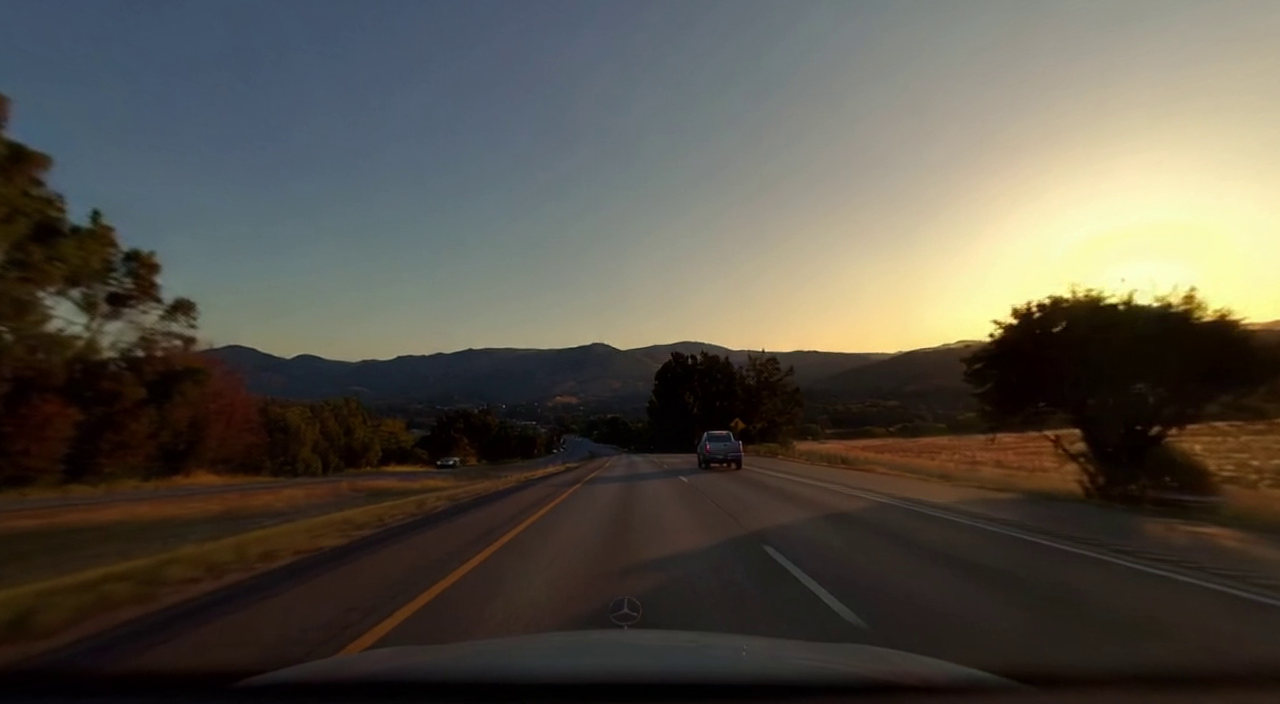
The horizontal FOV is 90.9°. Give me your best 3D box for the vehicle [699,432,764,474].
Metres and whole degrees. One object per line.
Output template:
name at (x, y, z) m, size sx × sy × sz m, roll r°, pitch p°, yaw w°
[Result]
vehicle at (3.842, 4.310, 27.146) m, size 2.157 × 1.640 × 4.056 m, roll 0°, pitch -8°, yaw 0°
